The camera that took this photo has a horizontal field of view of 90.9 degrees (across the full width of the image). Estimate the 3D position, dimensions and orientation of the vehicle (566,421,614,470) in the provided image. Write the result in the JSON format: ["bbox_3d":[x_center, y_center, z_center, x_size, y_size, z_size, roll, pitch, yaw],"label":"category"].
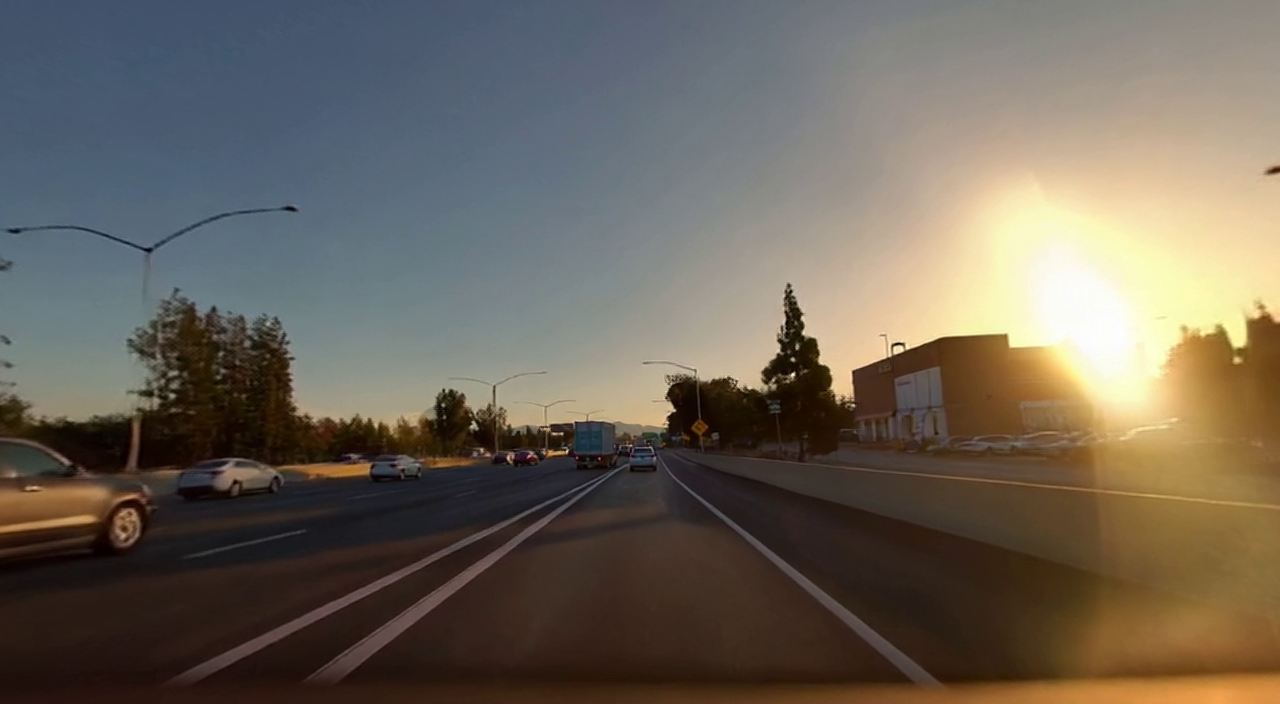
[{"bbox_3d":[-3.701,7.213,48.866,2.796,3.426,8.553,0,-8,1],"label":"vehicle"}]

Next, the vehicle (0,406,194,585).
[{"bbox_3d":[-7.952,1.589,7.061,2.165,1.903,4.917,0,-8,2],"label":"vehicle"}]

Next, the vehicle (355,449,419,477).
[{"bbox_3d":[-17.073,7.493,42.833,2.076,1.709,4.893,-1,-8,3],"label":"vehicle"}]

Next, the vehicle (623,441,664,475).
[{"bbox_3d":[0.219,6.025,36.064,2.227,1.794,4.646,0,-8,1],"label":"vehicle"}]

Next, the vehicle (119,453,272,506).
[{"bbox_3d":[-14.490,4.136,20.919,1.805,1.508,4.331,0,-8,2],"label":"vehicle"}]
